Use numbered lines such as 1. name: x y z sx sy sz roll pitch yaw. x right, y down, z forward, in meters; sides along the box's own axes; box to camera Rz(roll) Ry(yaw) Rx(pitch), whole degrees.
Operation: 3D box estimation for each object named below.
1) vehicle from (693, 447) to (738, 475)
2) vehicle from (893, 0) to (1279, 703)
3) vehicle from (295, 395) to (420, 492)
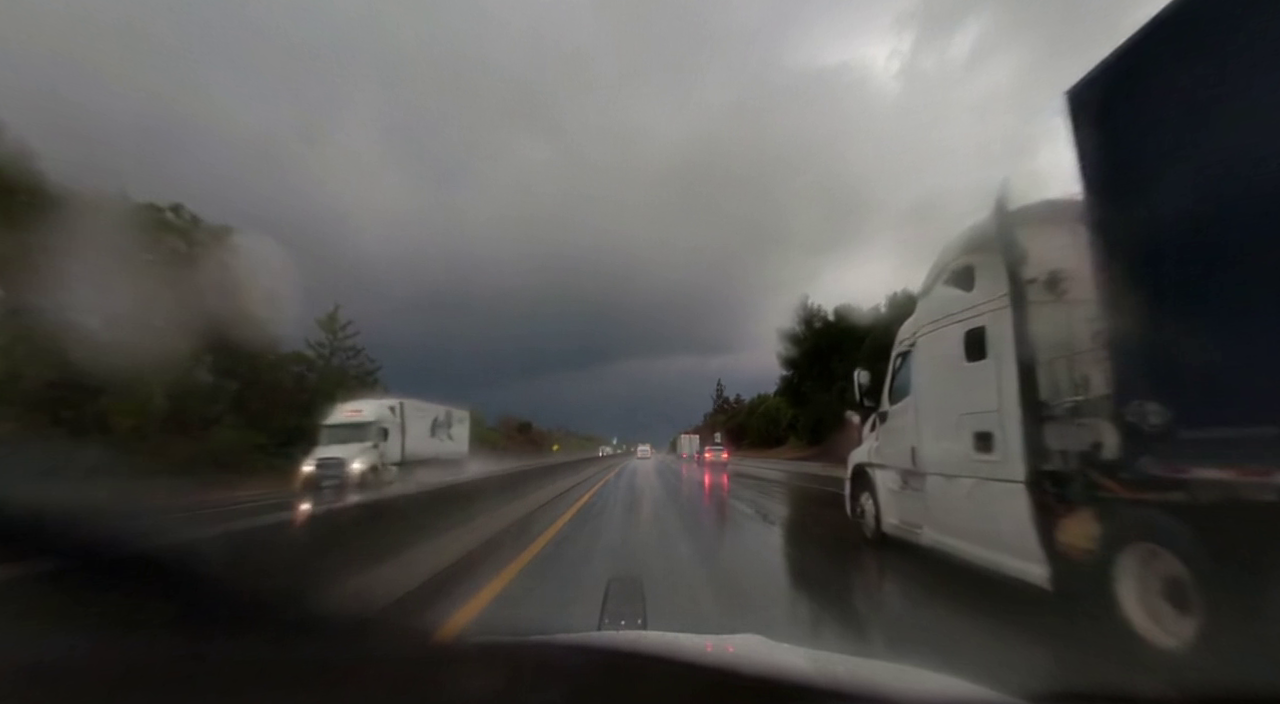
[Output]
1. vehicle: 4.302 6.273 36.458 2.043 1.542 3.881 0 -9 -1
2. vehicle: 4.759 -0.628 0.738 2.889 4.072 13.991 0 -9 -1
3. vehicle: -12.805 4.247 29.234 2.982 3.982 5.800 0 -9 0
